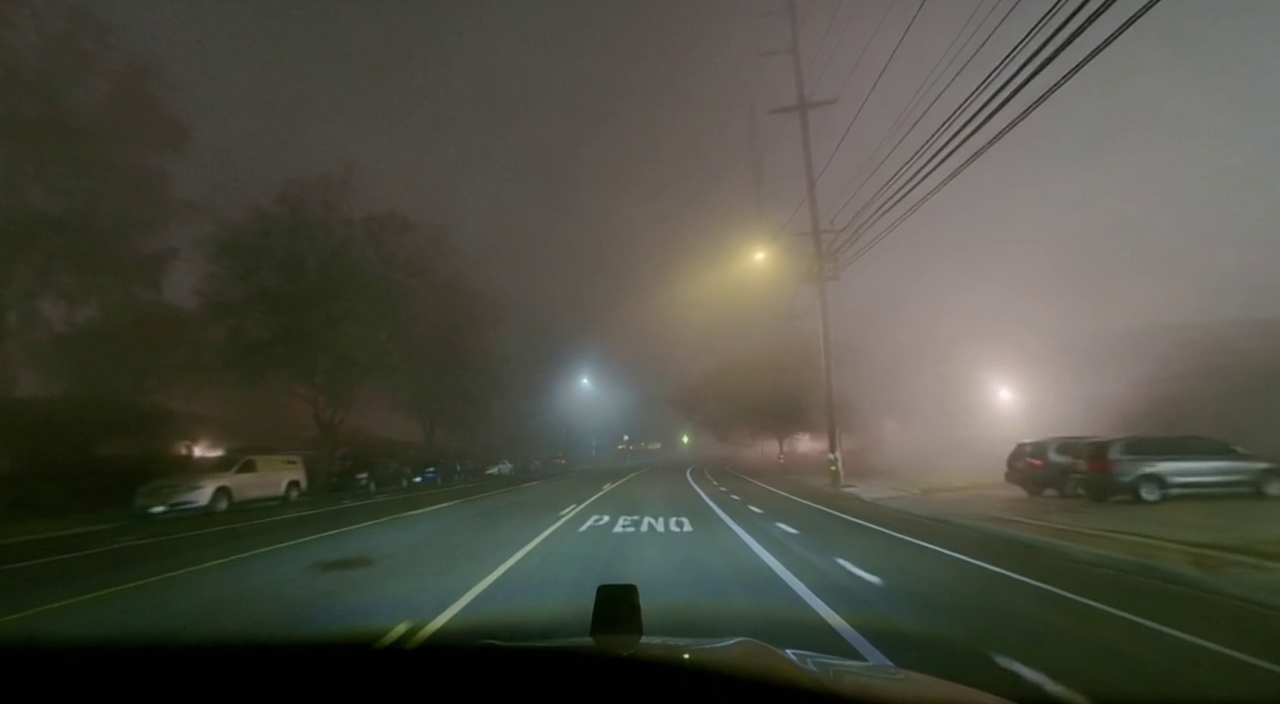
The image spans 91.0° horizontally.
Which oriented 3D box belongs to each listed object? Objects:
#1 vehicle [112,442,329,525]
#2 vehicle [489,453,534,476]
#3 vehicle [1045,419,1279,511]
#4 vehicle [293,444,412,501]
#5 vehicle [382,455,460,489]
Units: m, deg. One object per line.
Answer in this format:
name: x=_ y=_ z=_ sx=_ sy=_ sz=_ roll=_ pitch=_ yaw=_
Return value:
vehicle: x=-11.602 y=3.664 z=18.171 sx=2.225 sy=1.887 sz=5.672 roll=-3 pitch=-9 yaw=2
vehicle: x=-9.636 y=8.476 z=47.617 sx=1.945 sy=1.514 sz=4.635 roll=-1 pitch=-9 yaw=6
vehicle: x=11.957 y=2.436 z=13.785 sx=4.710 sy=1.846 sz=1.985 roll=0 pitch=-9 yaw=2
vehicle: x=-11.348 y=4.798 z=25.410 sx=2.114 sy=1.925 sz=5.449 roll=-3 pitch=-9 yaw=2
vehicle: x=-10.865 y=5.964 z=31.603 sx=1.908 sy=1.491 sz=4.627 roll=-1 pitch=-9 yaw=5
